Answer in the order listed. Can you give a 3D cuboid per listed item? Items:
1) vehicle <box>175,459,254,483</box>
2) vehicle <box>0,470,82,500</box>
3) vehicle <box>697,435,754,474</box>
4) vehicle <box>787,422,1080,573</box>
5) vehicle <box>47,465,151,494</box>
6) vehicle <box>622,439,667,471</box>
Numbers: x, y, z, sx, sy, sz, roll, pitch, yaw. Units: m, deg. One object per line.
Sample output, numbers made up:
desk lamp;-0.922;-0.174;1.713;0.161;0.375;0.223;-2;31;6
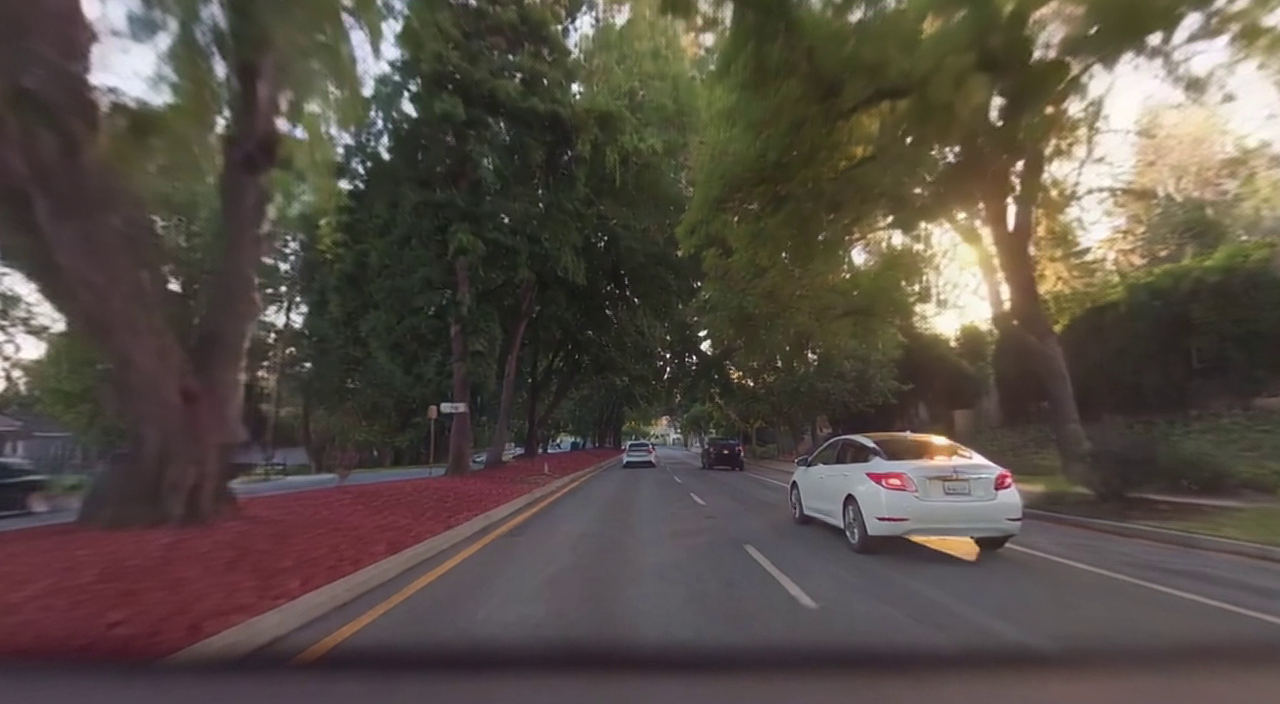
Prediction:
vehicle;-30.706;8.597;45.675;4.279;1.438;2.037;-3;-9;3
vehicle;-31.283;6.771;32.220;3.757;1.391;2.001;-1;-9;2
vehicle;3.926;4.787;29.697;2.074;1.652;4.340;0;-9;0
vehicle;3.488;1.796;8.589;1.985;1.529;4.147;0;-8;0
vehicle;-31.962;7.520;37.405;4.432;1.535;1.866;0;-8;2
vehicle;0.234;5.136;31.677;2.082;1.473;4.028;0;-8;1
